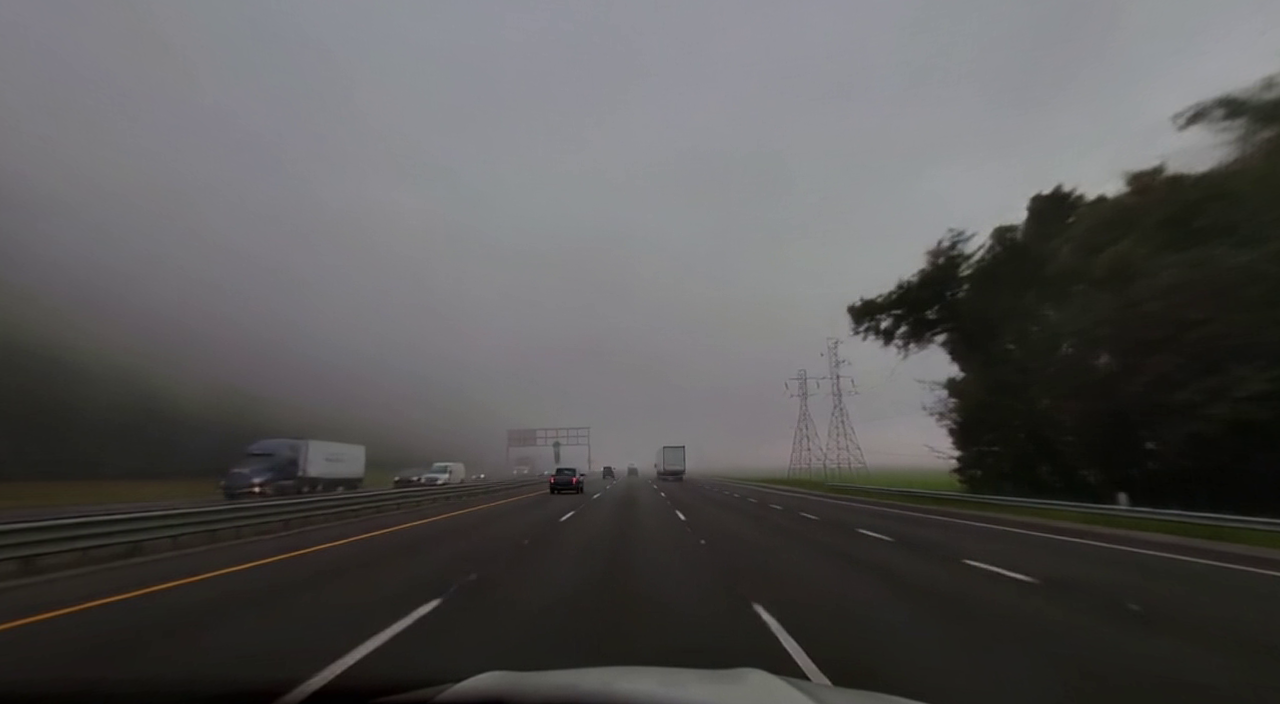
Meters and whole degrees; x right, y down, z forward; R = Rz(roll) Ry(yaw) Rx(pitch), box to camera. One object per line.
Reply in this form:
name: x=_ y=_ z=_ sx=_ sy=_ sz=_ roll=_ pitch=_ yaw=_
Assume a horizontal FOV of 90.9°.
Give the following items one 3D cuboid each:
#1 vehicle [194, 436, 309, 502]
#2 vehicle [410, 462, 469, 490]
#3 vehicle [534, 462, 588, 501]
vehicle: x=-23.452 y=7.136 z=38.526 sx=2.967 sy=3.641 sz=5.986 roll=1 pitch=-11 yaw=0
vehicle: x=-12.245 y=7.626 z=38.773 sx=2.013 sy=1.575 sz=4.759 roll=1 pitch=-11 yaw=0
vehicle: x=-3.519 y=5.856 z=28.749 sx=1.942 sy=1.597 sz=3.943 roll=1 pitch=-11 yaw=0
